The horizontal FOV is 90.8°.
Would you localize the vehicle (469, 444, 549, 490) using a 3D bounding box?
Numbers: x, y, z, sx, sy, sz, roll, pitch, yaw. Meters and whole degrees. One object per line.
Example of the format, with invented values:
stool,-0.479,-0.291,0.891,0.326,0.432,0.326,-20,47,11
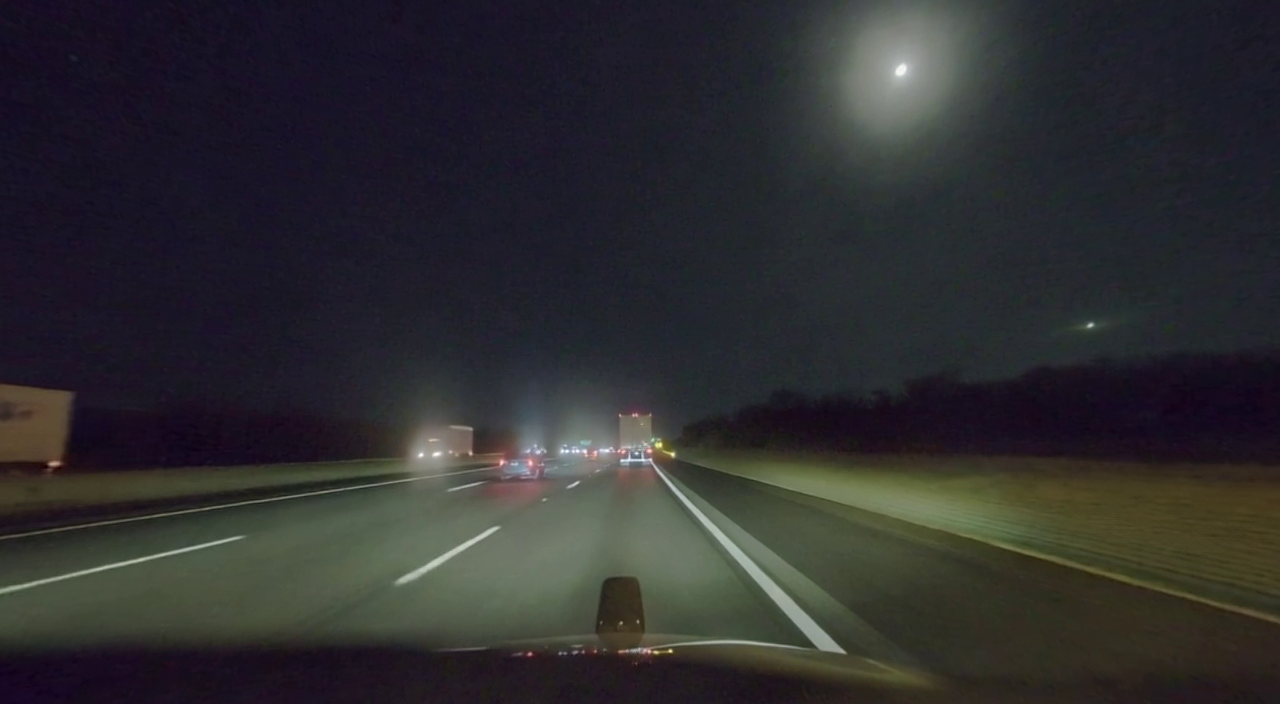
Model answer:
vehicle,-4.658,4.153,23.061,2.024,1.515,3.907,0,-9,1
